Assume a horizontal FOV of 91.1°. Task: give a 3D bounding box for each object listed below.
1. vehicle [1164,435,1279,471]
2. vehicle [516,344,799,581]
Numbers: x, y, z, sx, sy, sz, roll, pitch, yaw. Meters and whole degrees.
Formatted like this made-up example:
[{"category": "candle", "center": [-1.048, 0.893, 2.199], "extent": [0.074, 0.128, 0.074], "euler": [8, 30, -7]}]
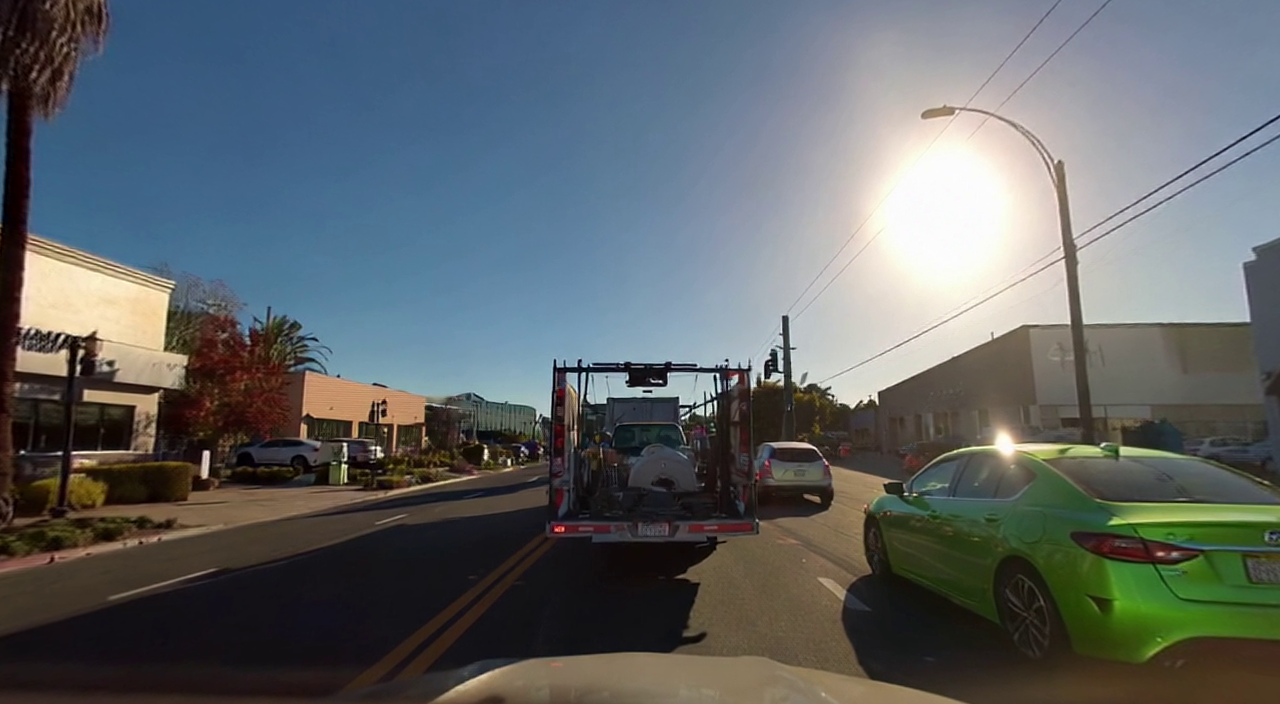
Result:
[{"category": "vehicle", "center": [28.576, 4.890, 30.603], "extent": [4.193, 1.633, 1.928], "euler": [-4, -9, 26]}, {"category": "vehicle", "center": [0.185, 1.542, 9.420], "extent": [2.728, 2.305, 6.506], "euler": [0, -8, 0]}]
